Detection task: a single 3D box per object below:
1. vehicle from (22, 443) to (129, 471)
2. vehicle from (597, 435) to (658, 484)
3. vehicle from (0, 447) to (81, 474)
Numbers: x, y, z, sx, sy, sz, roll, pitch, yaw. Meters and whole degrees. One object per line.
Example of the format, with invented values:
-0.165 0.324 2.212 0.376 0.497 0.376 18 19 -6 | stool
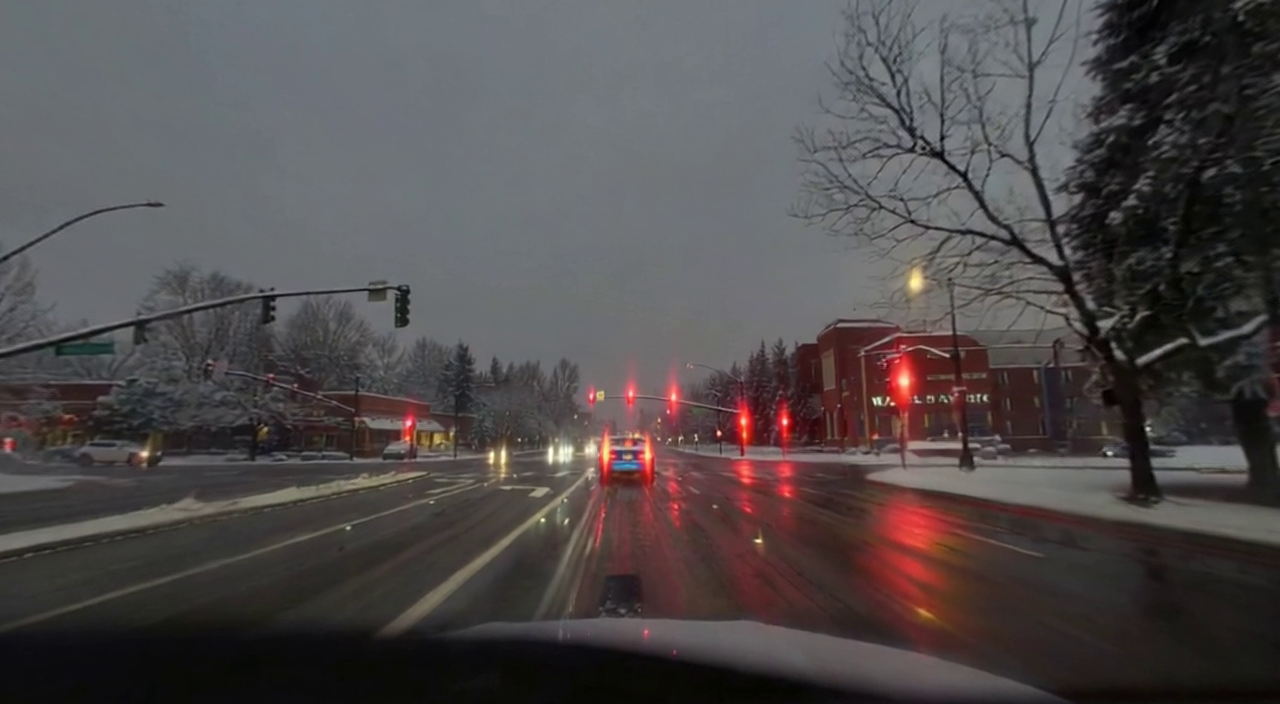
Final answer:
-36.476 6.805 40.926 4.912 1.731 2.022 0 -9 -1 | vehicle
-0.452 3.934 23.287 2.066 1.618 3.922 0 -9 -1 | vehicle
-36.939 6.472 37.776 4.891 1.591 2.067 0 -9 -2 | vehicle
